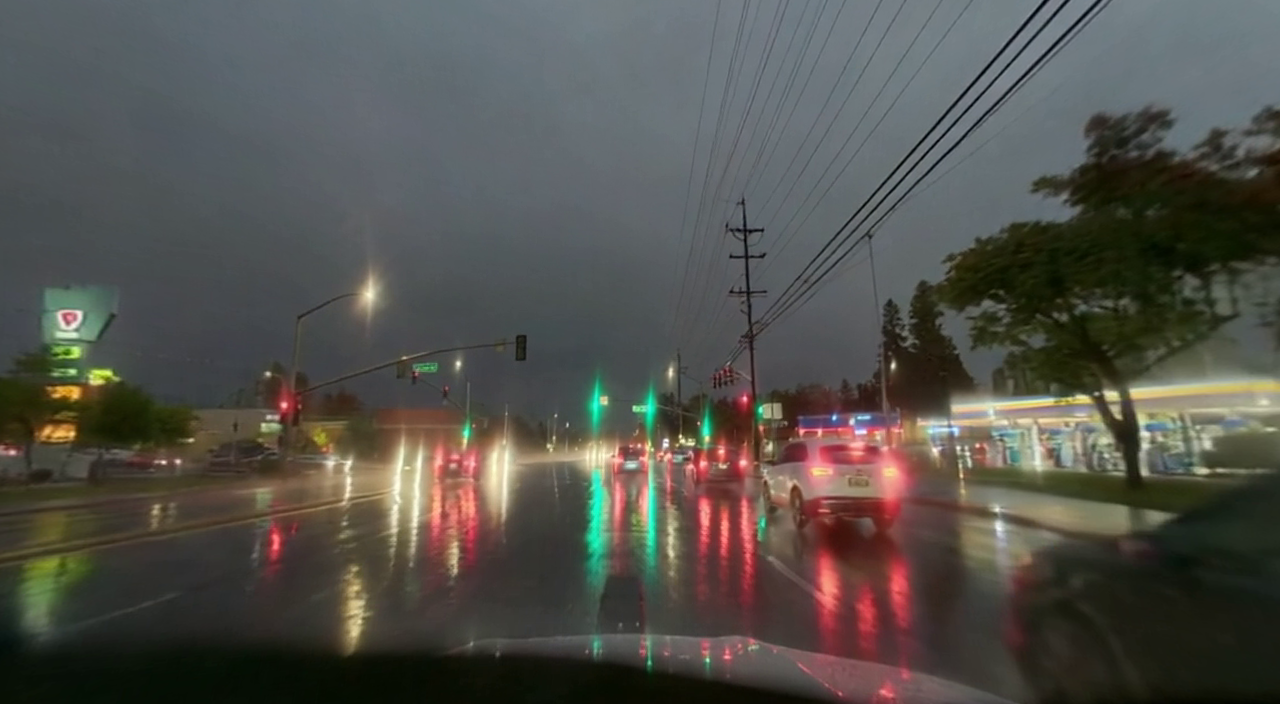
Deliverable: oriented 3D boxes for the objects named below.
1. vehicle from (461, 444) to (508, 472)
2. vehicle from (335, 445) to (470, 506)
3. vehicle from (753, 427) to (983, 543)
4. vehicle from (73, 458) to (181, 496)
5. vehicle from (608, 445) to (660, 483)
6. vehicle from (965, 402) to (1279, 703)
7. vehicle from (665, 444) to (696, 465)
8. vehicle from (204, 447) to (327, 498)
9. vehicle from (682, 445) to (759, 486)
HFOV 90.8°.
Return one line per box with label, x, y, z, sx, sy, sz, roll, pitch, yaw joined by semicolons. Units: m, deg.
vehicle;-10.907;7.444;44.689;2.139;1.836;4.843;0;-9;0
vehicle;-6.366;3.333;17.533;2.075;1.470;4.190;0;-9;1
vehicle;3.807;2.323;11.737;2.452;1.682;4.565;0;-9;-2
vehicle;-24.978;6.031;30.748;4.989;1.567;2.075;-3;-10;27
vehicle;-0.299;4.743;27.140;2.065;1.484;3.894;0;-9;-1
vehicle;2.933;0.815;1.436;1.945;1.470;4.363;0;-9;-2
vehicle;2.991;7.653;47.472;1.971;1.477;4.121;0;-9;-2
vehicle;-14.328;4.590;24.568;1.937;1.745;4.540;0;-9;1
vehicle;3.065;4.446;25.073;2.208;1.436;4.542;0;-9;-3
